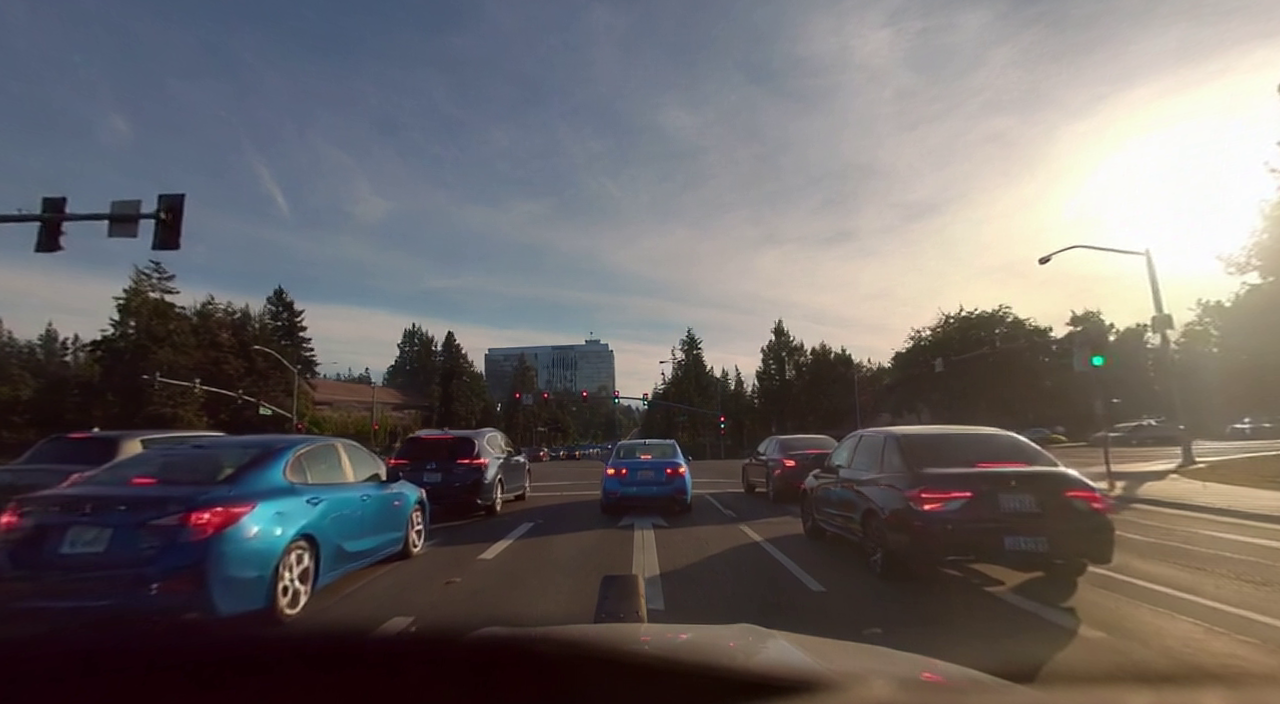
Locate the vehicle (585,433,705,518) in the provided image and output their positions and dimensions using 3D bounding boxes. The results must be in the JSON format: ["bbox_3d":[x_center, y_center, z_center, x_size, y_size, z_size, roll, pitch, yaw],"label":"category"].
[{"bbox_3d":[0.034,2.482,13.177,2.114,1.482,4.056,0,-9,-2],"label":"vehicle"}]

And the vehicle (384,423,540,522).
[{"bbox_3d":[-3.417,2.410,13.098,1.958,1.693,4.242,0,-9,0],"label":"vehicle"}]

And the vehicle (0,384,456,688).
[{"bbox_3d":[-3.386,1.343,5.762,2.034,1.655,4.465,0,-9,0],"label":"vehicle"}]

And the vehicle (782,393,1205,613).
[{"bbox_3d":[3.238,1.497,7.128,2.178,1.691,4.314,0,-9,-1],"label":"vehicle"}]
